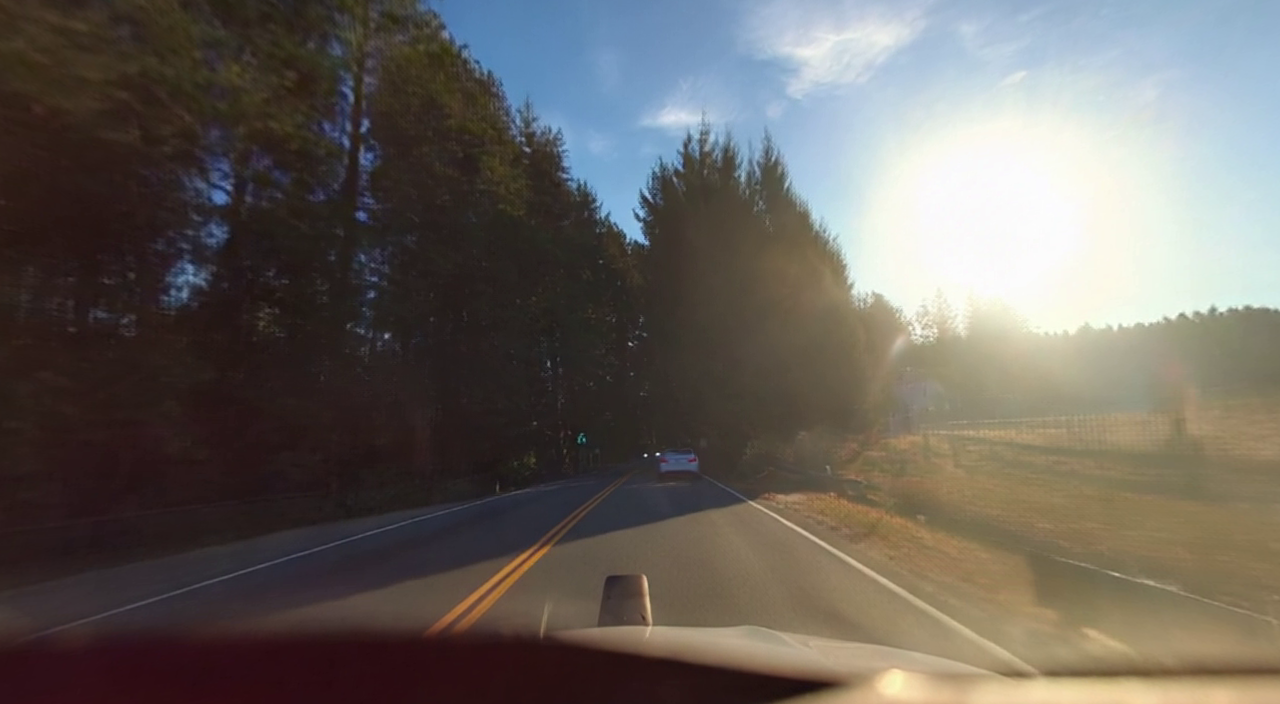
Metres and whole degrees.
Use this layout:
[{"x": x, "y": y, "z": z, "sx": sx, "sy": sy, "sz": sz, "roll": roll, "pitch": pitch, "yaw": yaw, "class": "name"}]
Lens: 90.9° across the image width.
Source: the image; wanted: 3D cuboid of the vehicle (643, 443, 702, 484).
[{"x": 1.320, "y": 4.657, "z": 26.671, "sx": 2.274, "sy": 1.583, "sz": 4.349, "roll": 0, "pitch": -8, "yaw": 2, "class": "vehicle"}]
